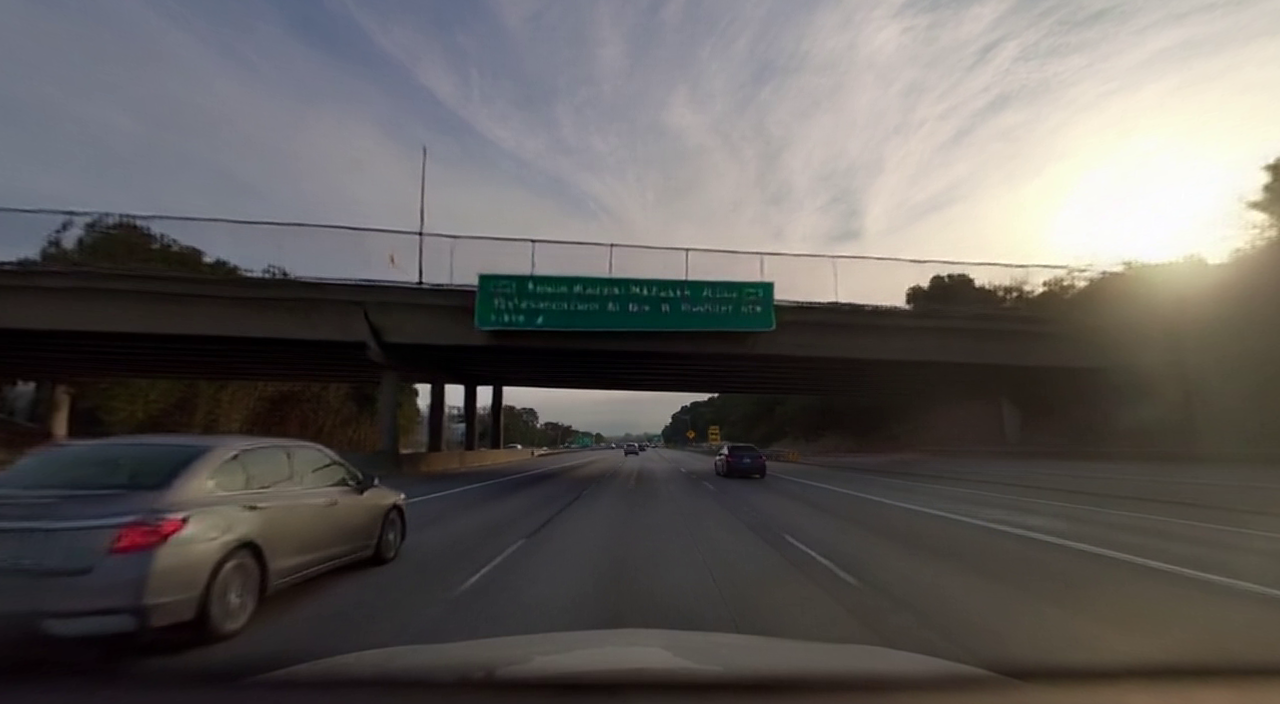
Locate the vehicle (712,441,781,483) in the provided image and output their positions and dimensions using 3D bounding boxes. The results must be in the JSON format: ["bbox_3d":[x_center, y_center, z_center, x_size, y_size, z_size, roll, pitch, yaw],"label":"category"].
[{"bbox_3d":[4.065,4.251,24.774,1.908,1.483,4.259,0,-8,-1],"label":"vehicle"}]

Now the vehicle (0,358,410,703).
[{"bbox_3d":[-3.740,1.171,4.509,2.259,1.706,4.924,0,-8,1],"label":"vehicle"}]
